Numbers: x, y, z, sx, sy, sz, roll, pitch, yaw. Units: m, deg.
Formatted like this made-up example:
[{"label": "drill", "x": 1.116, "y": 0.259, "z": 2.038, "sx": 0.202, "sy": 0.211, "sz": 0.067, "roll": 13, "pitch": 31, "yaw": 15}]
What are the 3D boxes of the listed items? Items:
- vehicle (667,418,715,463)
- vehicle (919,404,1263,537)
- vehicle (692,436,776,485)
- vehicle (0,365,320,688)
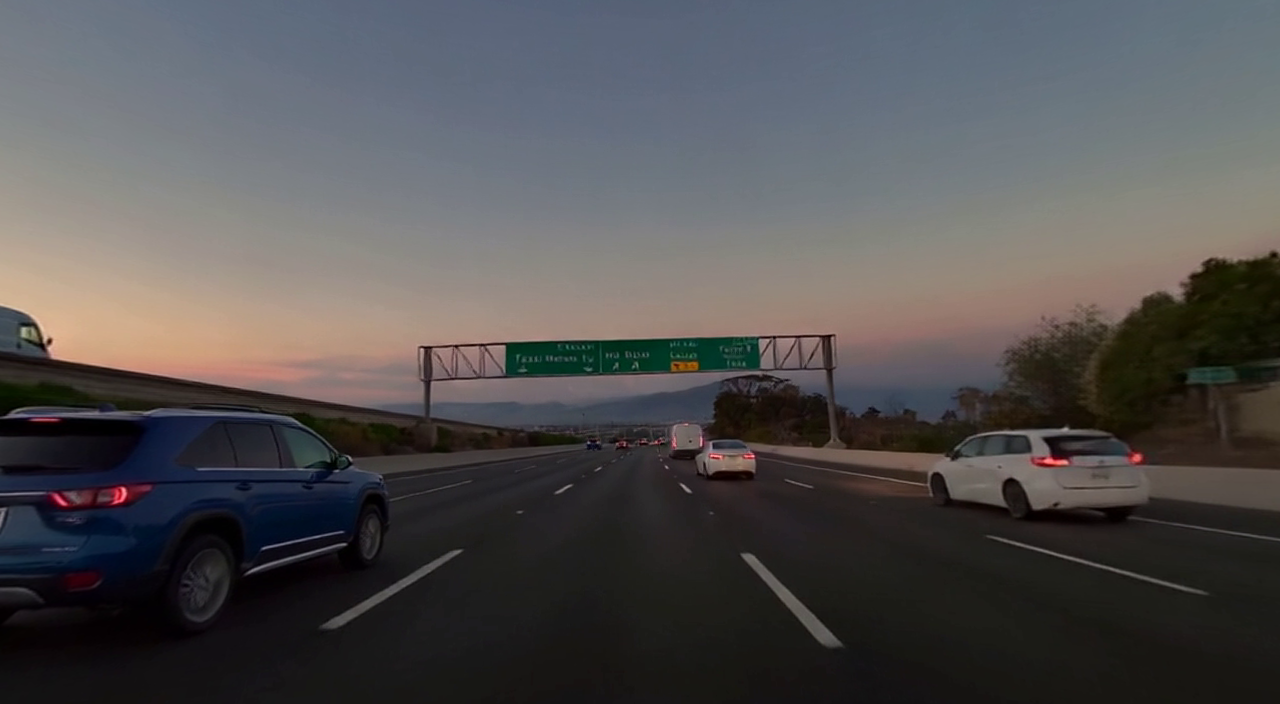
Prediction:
[{"label": "vehicle", "x": 3.283, "y": 5.926, "z": 42.162, "sx": 2.629, "sy": 2.718, "sz": 6.740, "roll": 0, "pitch": -8, "yaw": 0}, {"label": "vehicle", "x": 6.960, "y": 1.898, "z": 10.697, "sx": 2.184, "sy": 1.712, "sz": 4.856, "roll": 0, "pitch": -8, "yaw": -1}, {"label": "vehicle", "x": 3.154, "y": 3.761, "z": 22.299, "sx": 2.108, "sy": 1.509, "sz": 5.059, "roll": 0, "pitch": -8, "yaw": -1}, {"label": "vehicle", "x": -4.297, "y": 1.053, "z": 4.300, "sx": 2.000, "sy": 1.646, "sz": 4.201, "roll": 0, "pitch": -8, "yaw": 0}]
